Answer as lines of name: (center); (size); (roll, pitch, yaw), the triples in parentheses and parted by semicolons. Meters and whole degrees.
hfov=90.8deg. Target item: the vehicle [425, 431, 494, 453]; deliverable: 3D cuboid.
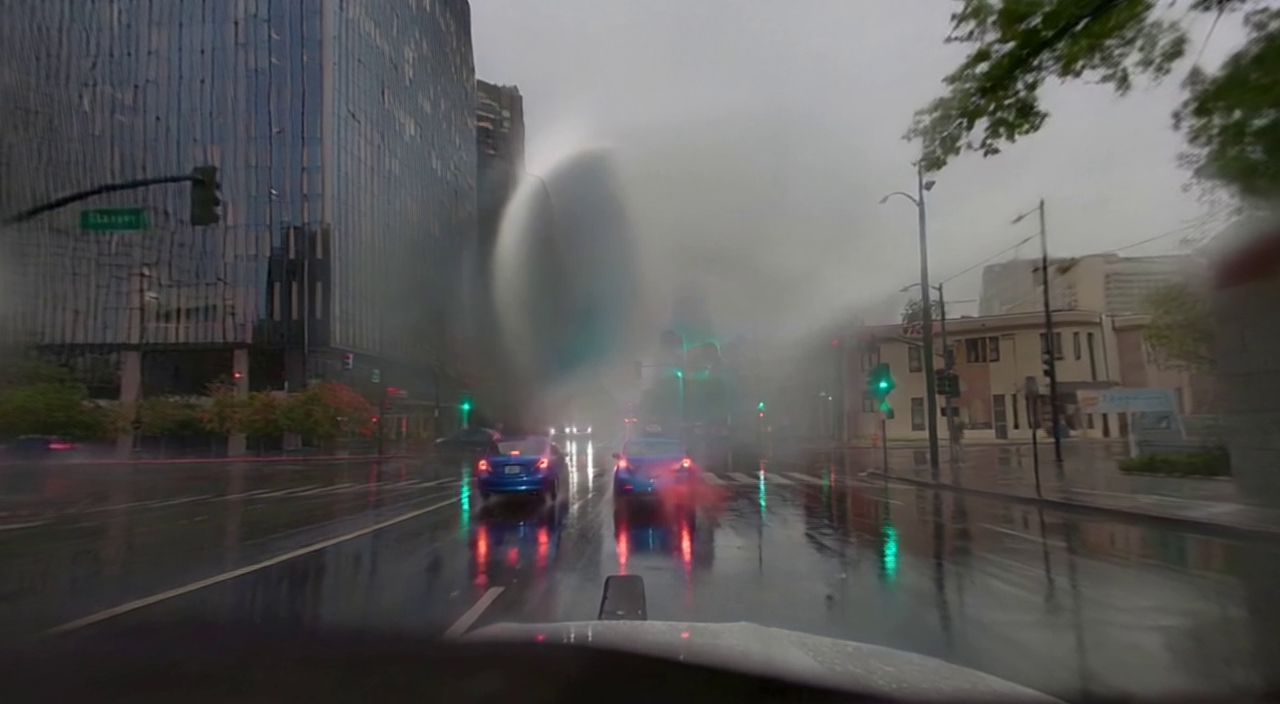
vehicle: (-12.692, 6.394, 44.706); (4.533, 1.520, 1.887); (2, -9, -11)

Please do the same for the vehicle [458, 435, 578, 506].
vehicle: (-2.816, 2.859, 15.716); (1.995, 1.479, 4.627); (0, -8, 1)

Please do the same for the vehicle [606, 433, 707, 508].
vehicle: (0.315, 2.664, 14.606); (2.016, 1.478, 3.795); (0, -8, 0)

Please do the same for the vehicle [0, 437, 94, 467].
vehicle: (-34.749, 5.738, 36.249); (4.694, 1.677, 1.847); (2, -9, -14)
